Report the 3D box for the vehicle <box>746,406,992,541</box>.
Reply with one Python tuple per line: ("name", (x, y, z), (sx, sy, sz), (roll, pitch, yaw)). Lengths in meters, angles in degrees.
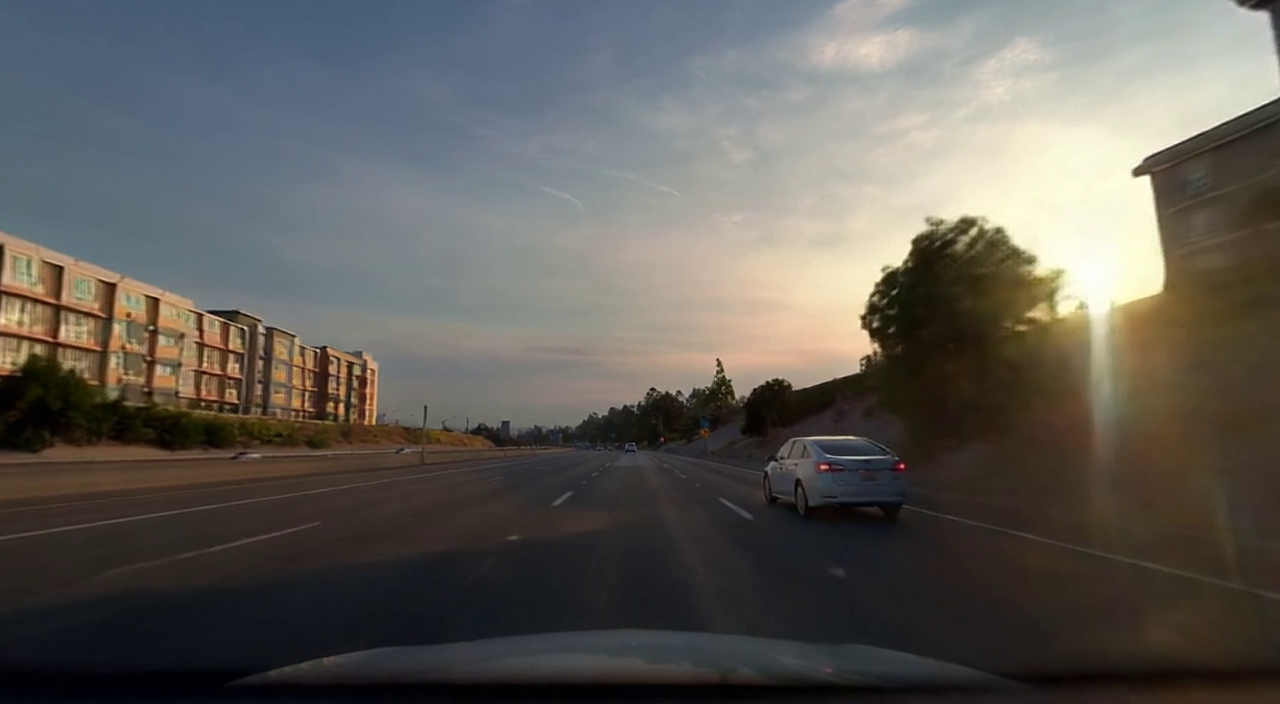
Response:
("vehicle", (3.452, 1.979, 10.913), (2.212, 1.753, 5.064), (0, -9, -2))
